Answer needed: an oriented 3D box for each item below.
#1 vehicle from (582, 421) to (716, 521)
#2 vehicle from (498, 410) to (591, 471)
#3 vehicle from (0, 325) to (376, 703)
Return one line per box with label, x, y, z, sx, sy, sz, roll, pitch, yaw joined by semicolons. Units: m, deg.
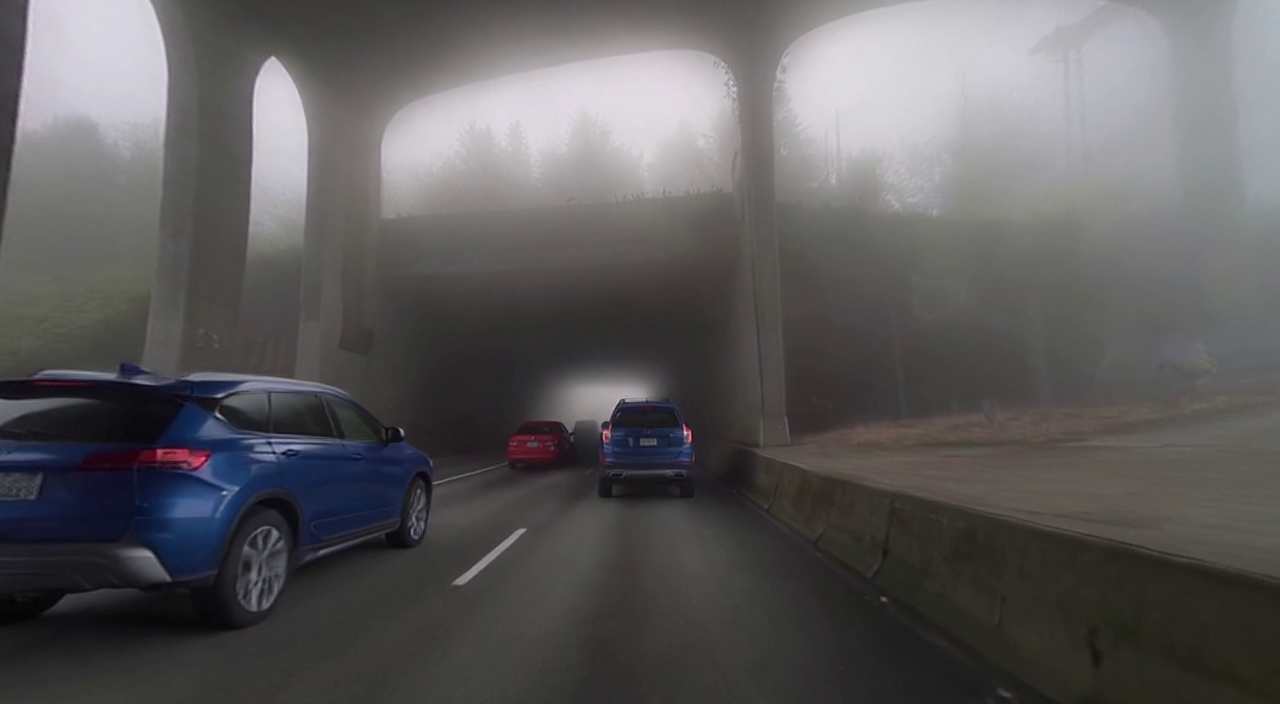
vehicle;0.114;2.098;11.632;2.020;1.478;4.092;0;-8;-1
vehicle;-3.372;3.316;23.562;2.329;1.948;5.800;-1;-8;3
vehicle;-3.556;0.946;3.654;2.017;1.761;4.572;0;-8;1
